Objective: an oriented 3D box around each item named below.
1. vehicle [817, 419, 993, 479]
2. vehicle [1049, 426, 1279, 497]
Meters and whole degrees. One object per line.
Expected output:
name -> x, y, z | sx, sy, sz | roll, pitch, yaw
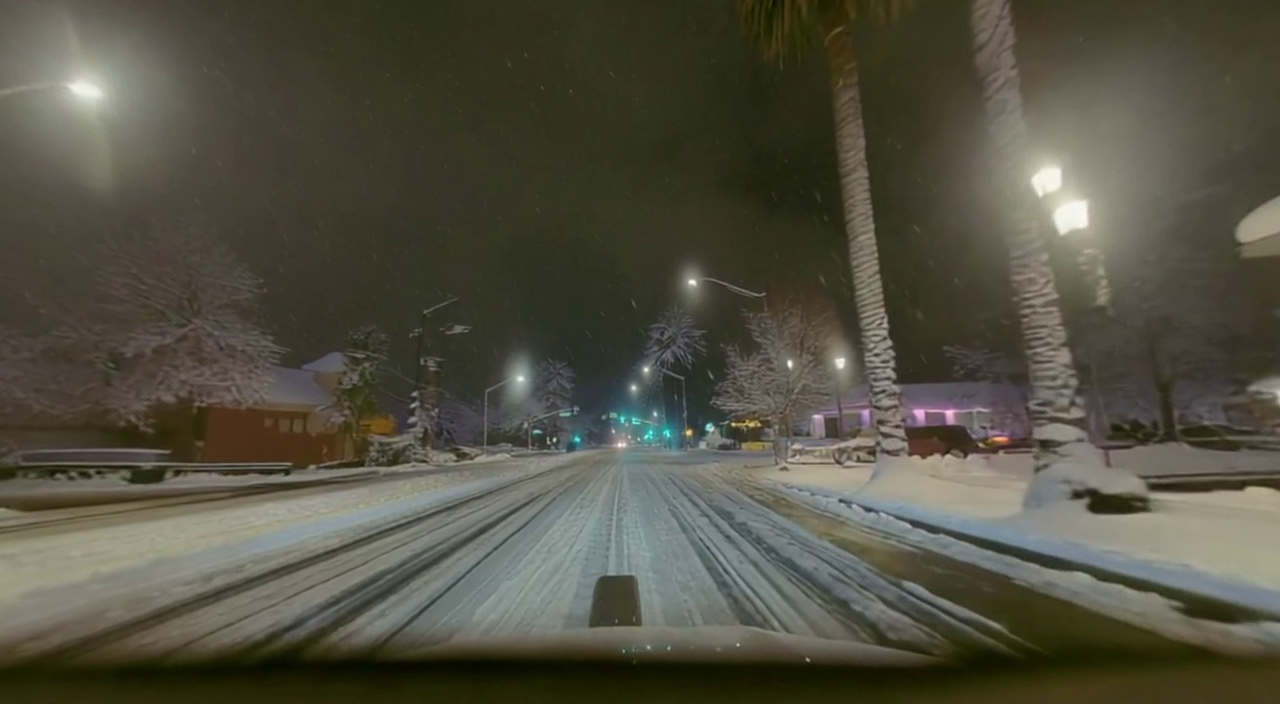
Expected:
vehicle -> 10.312, 3.864, 25.061 | 5.779, 2.039, 2.450 | -2, -9, 1
vehicle -> 12.888, 2.576, 15.099 | 4.872, 1.455, 1.896 | -1, -8, -2
